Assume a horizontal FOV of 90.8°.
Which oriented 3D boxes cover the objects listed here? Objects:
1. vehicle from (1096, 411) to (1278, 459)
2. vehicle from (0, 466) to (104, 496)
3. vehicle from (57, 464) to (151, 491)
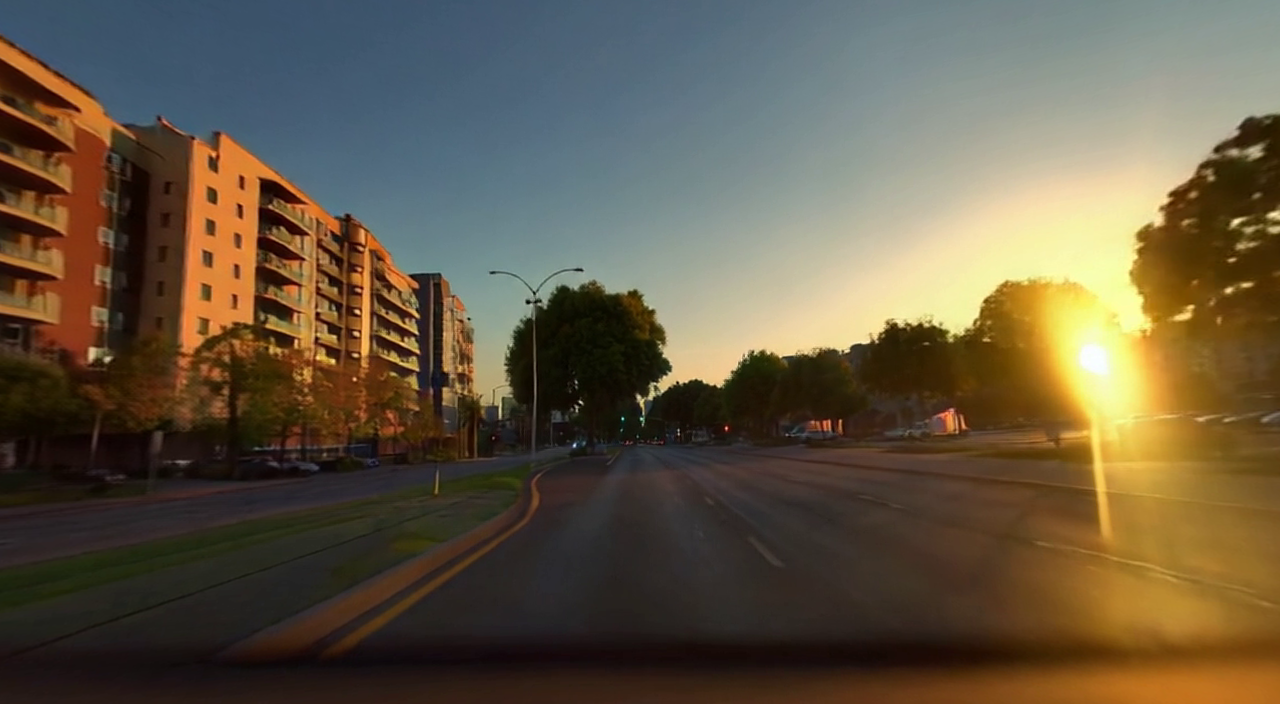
[{"bbox_3d":[20.130,3.107,23.442,4.745,1.675,2.096,0,-8,0],"label":"vehicle"},{"bbox_3d":[-30.306,6.618,32.571,3.705,1.403,1.762,-1,-8,2],"label":"vehicle"},{"bbox_3d":[-29.717,6.955,35.084,3.603,1.373,1.712,0,-8,0],"label":"vehicle"}]
